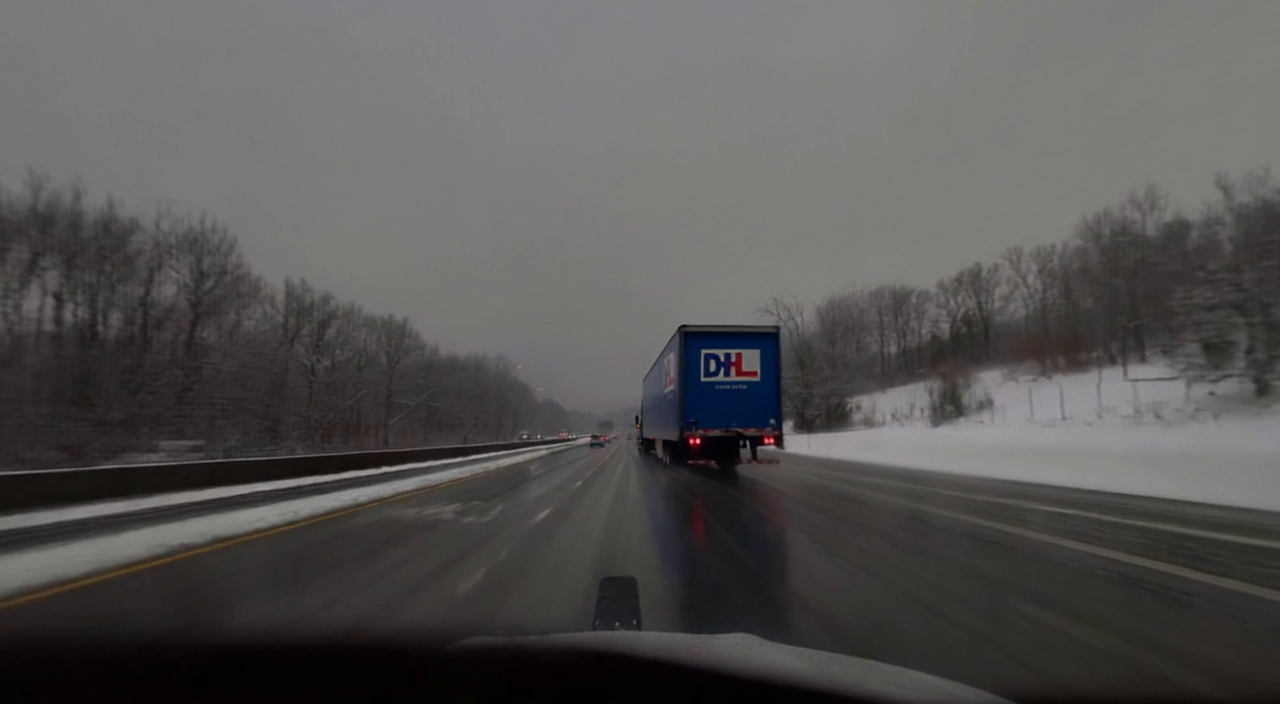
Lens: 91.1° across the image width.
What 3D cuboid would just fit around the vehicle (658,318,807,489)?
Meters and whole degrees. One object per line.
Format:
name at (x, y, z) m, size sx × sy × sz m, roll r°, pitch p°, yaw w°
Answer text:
vehicle at (2.395, 1.825, 20.001) m, size 3.011 × 4.211 × 8.926 m, roll 0°, pitch -8°, yaw -2°

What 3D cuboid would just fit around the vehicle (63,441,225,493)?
vehicle at (-16.401, 3.775, 21.162) m, size 1.829 × 1.490 × 4.552 m, roll 0°, pitch -8°, yaw -1°
